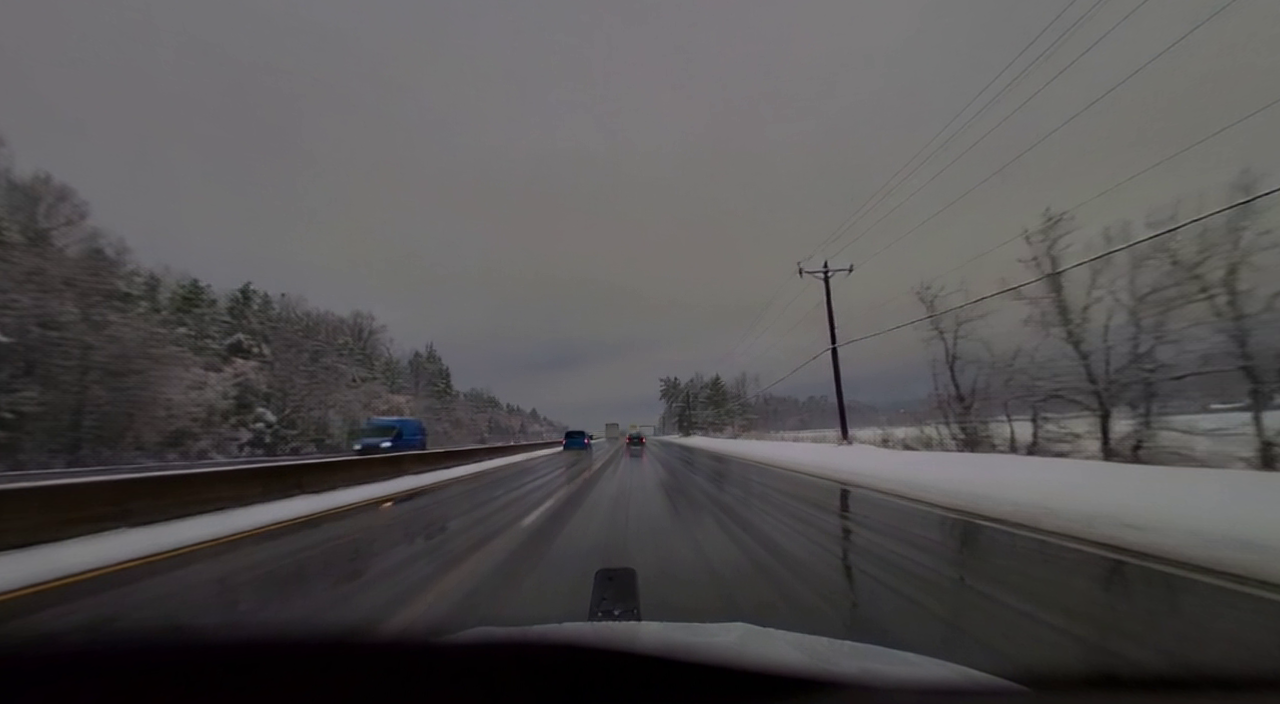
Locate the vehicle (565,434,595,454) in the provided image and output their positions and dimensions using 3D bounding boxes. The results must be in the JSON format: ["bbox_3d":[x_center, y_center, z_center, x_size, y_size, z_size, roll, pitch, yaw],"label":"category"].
[{"bbox_3d":[-4.486,6.923,47.536,1.911,1.477,3.807,0,-8,0],"label":"vehicle"}]

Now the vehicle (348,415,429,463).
[{"bbox_3d":[-17.201,5.985,43.670,2.656,3.032,7.159,0,-8,0],"label":"vehicle"}]

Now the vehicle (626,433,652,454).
[{"bbox_3d":[-0.122,6.917,47.659,1.890,1.472,3.716,0,-8,-1],"label":"vehicle"}]
